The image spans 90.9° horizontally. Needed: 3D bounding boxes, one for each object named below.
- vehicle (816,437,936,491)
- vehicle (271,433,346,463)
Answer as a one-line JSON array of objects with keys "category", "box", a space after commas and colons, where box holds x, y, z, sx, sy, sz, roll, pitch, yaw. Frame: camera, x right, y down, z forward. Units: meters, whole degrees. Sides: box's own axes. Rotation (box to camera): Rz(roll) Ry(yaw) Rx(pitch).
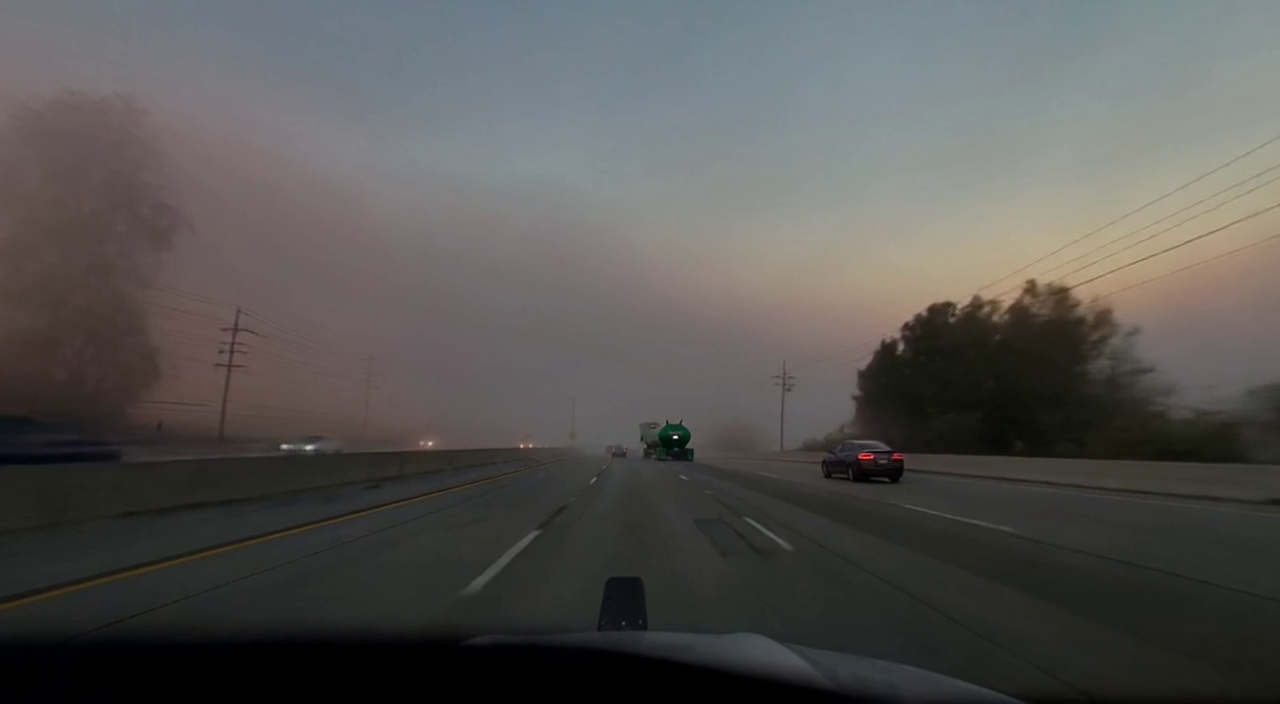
[{"category": "vehicle", "box": [7.172, 3.426, 19.753, 1.905, 1.480, 4.624, 0, -8, -1]}, {"category": "vehicle", "box": [-18.998, 5.518, 36.417, 1.956, 1.575, 4.647, 0, -8, -2]}]
